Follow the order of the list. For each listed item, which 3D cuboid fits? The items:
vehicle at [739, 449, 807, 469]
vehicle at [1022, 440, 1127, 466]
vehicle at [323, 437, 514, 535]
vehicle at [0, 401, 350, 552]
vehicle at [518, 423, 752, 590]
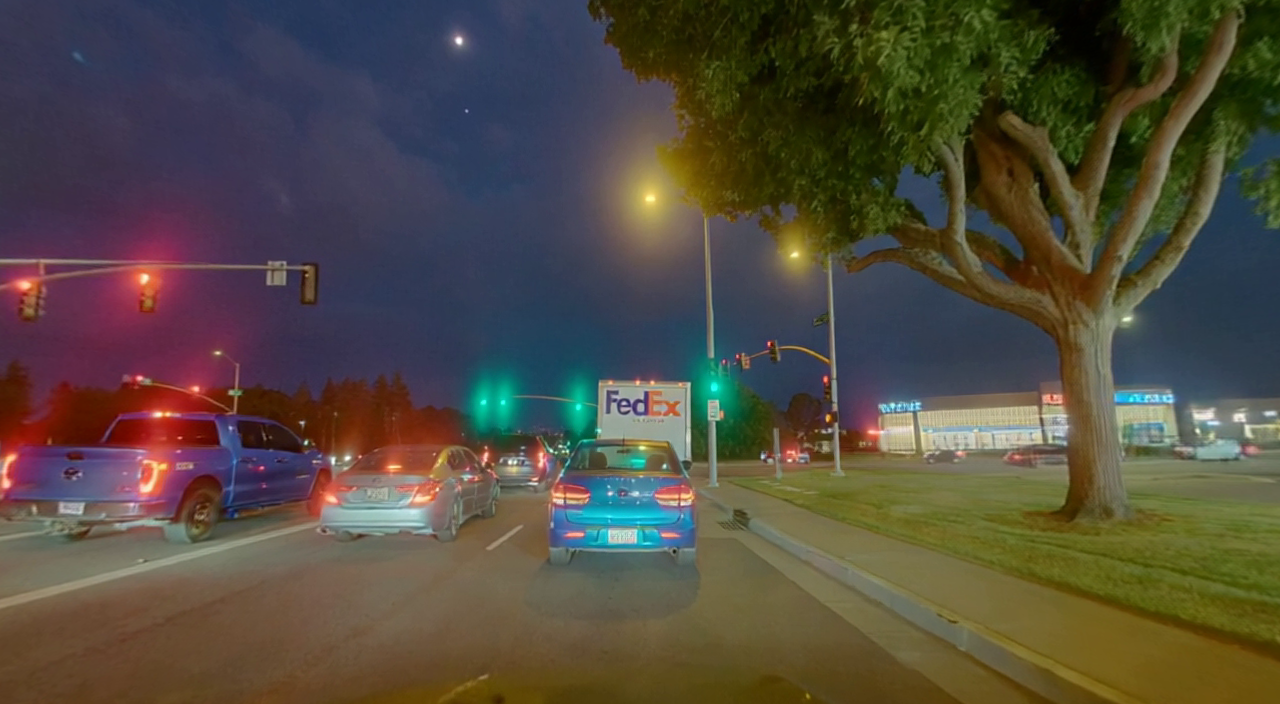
[{"bbox_3d":[10.271,8.285,48.647,4.841,1.494,1.829,1,-9,-5],"label":"vehicle"},{"bbox_3d":[25.671,5.971,37.158,4.794,1.481,1.968,1,-8,-3],"label":"vehicle"},{"bbox_3d":[-3.865,2.396,11.932,1.949,1.487,4.390,0,-9,1],"label":"vehicle"},{"bbox_3d":[-7.282,1.980,10.738,2.125,1.893,5.498,0,-9,-2],"label":"vehicle"},{"bbox_3d":[-0.048,1.746,7.969,2.145,1.513,4.269,0,-9,0],"label":"vehicle"}]
